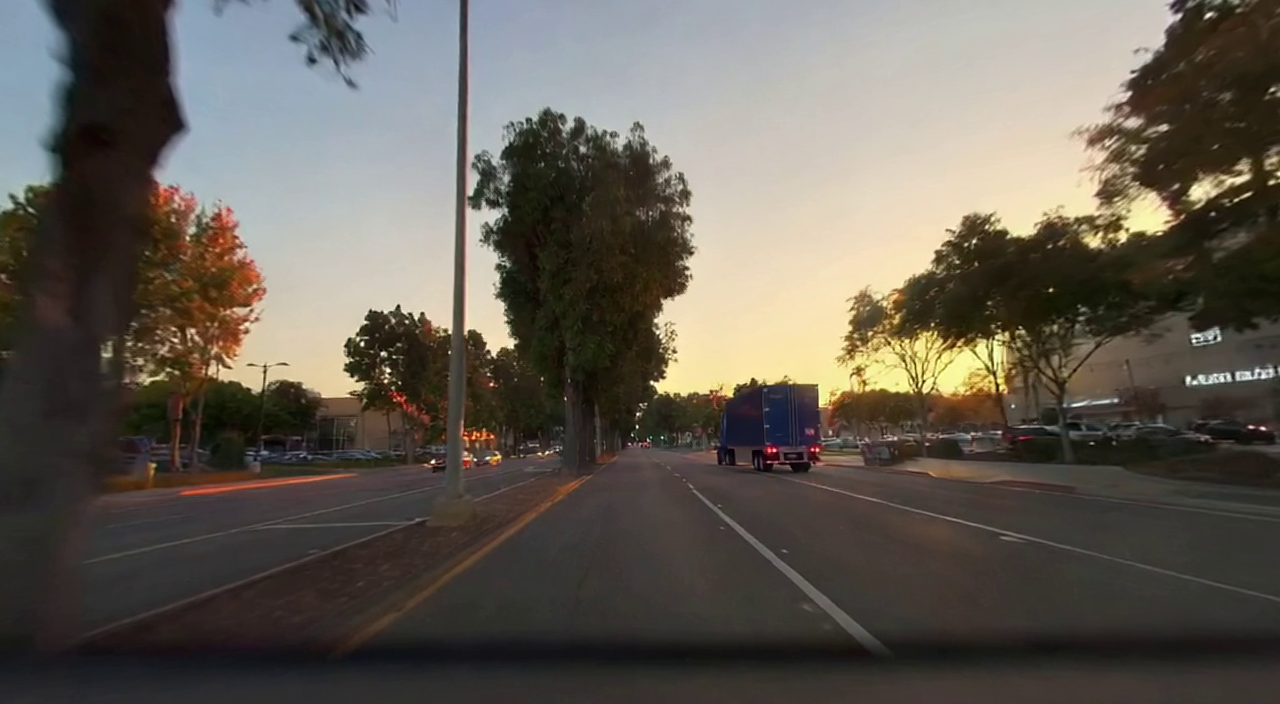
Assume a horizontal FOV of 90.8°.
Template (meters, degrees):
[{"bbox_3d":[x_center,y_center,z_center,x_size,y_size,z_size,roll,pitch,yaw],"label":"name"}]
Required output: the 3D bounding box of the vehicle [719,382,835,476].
[{"bbox_3d":[6.312,3.982,31.556,3.120,3.794,11.510,0,-8,0],"label":"vehicle"}]

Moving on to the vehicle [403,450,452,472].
[{"bbox_3d":[-15.584,7.983,46.619,1.901,1.487,4.711,0,-8,1],"label":"vehicle"}]
